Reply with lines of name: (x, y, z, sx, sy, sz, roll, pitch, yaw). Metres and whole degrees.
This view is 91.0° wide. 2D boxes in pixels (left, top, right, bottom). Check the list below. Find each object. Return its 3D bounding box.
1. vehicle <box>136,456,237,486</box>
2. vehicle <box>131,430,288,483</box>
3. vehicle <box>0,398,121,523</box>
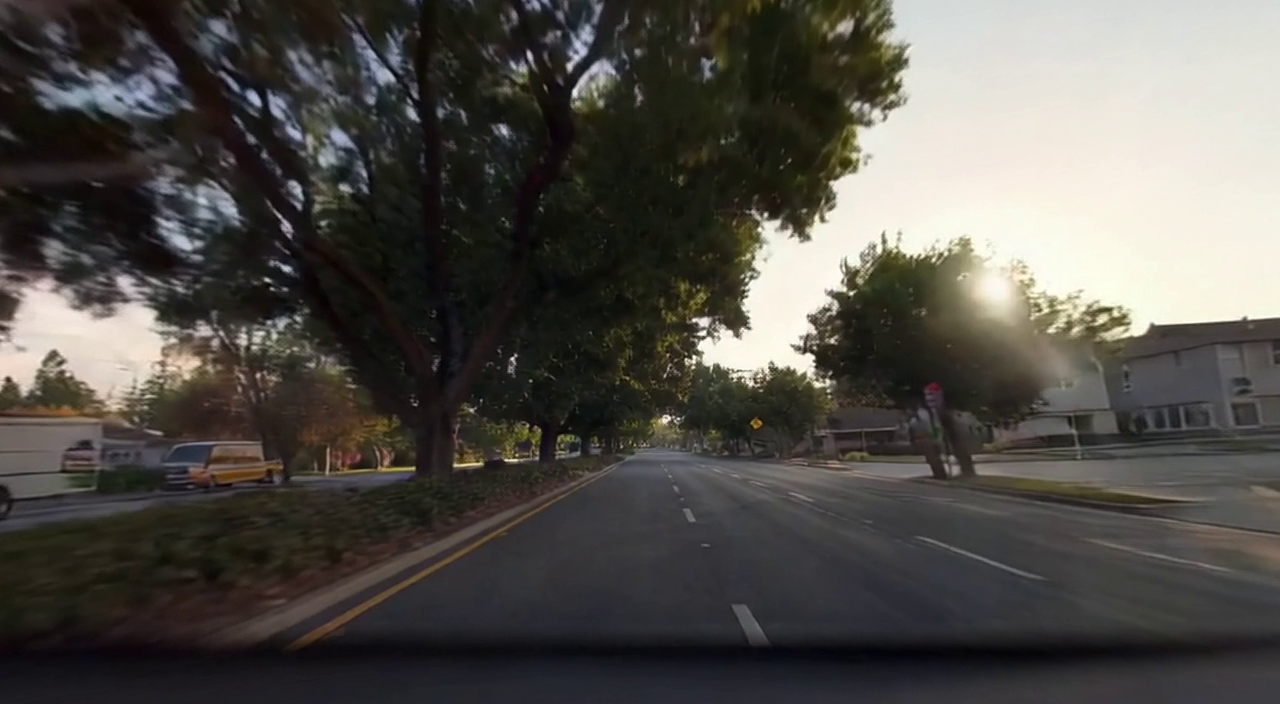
vehicle: (-25.499, 6.658, 35.501, 1.880, 1.341, 4.090, -1, -7, 33)
vehicle: (-28.250, 6.902, 41.535, 8.606, 2.952, 2.752, -4, -9, 5)
vehicle: (-19.528, 2.884, 16.608, 2.898, 3.487, 9.955, 0, -9, 1)
